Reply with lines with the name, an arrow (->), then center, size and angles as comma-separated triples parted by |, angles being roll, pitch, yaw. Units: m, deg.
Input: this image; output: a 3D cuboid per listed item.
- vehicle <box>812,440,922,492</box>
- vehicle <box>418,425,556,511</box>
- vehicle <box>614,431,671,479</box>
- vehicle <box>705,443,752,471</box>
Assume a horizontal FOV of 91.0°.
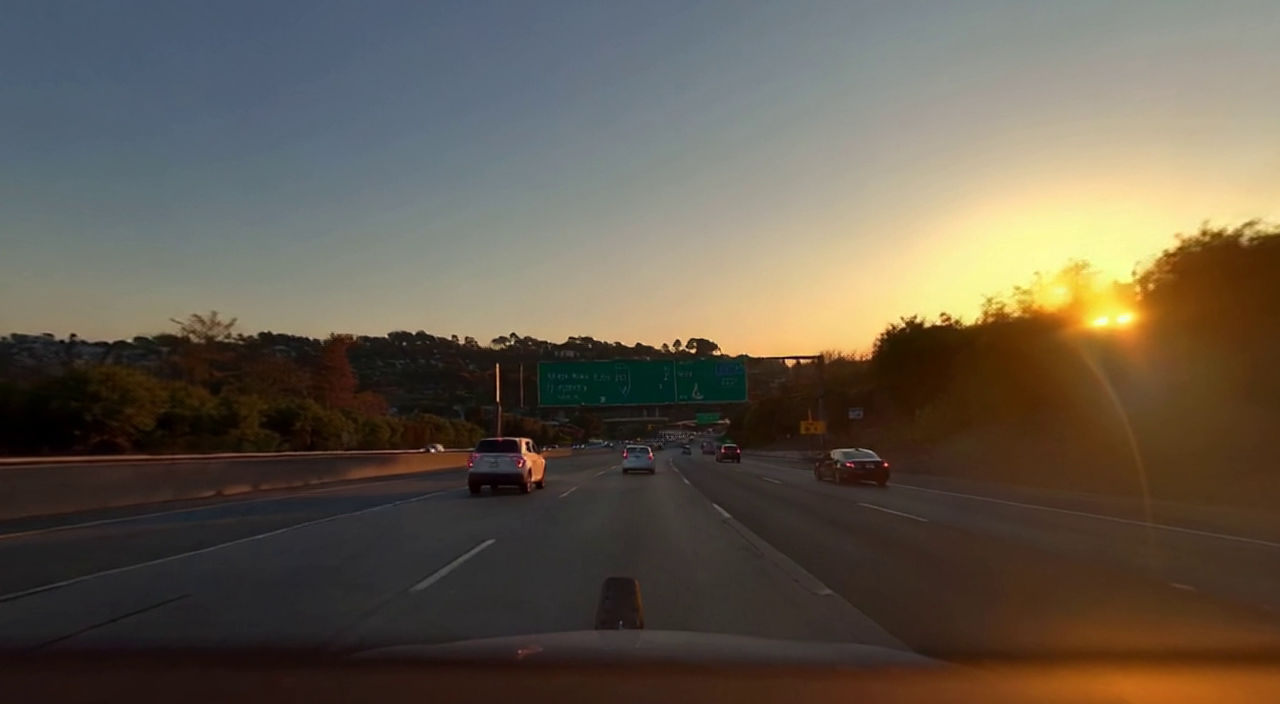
vehicle -> 7.232, 3.678, 20.628 | 1.936, 1.480, 4.373 | 0, -9, 0
vehicle -> -3.464, 2.732, 15.255 | 2.142, 1.759, 4.297 | 0, -9, 2
vehicle -> 0.131, 4.479, 27.465 | 2.270, 1.862, 4.949 | 0, -9, 1
vehicle -> 4.869, 5.858, 35.339 | 2.005, 1.456, 4.287 | 0, -9, 0
